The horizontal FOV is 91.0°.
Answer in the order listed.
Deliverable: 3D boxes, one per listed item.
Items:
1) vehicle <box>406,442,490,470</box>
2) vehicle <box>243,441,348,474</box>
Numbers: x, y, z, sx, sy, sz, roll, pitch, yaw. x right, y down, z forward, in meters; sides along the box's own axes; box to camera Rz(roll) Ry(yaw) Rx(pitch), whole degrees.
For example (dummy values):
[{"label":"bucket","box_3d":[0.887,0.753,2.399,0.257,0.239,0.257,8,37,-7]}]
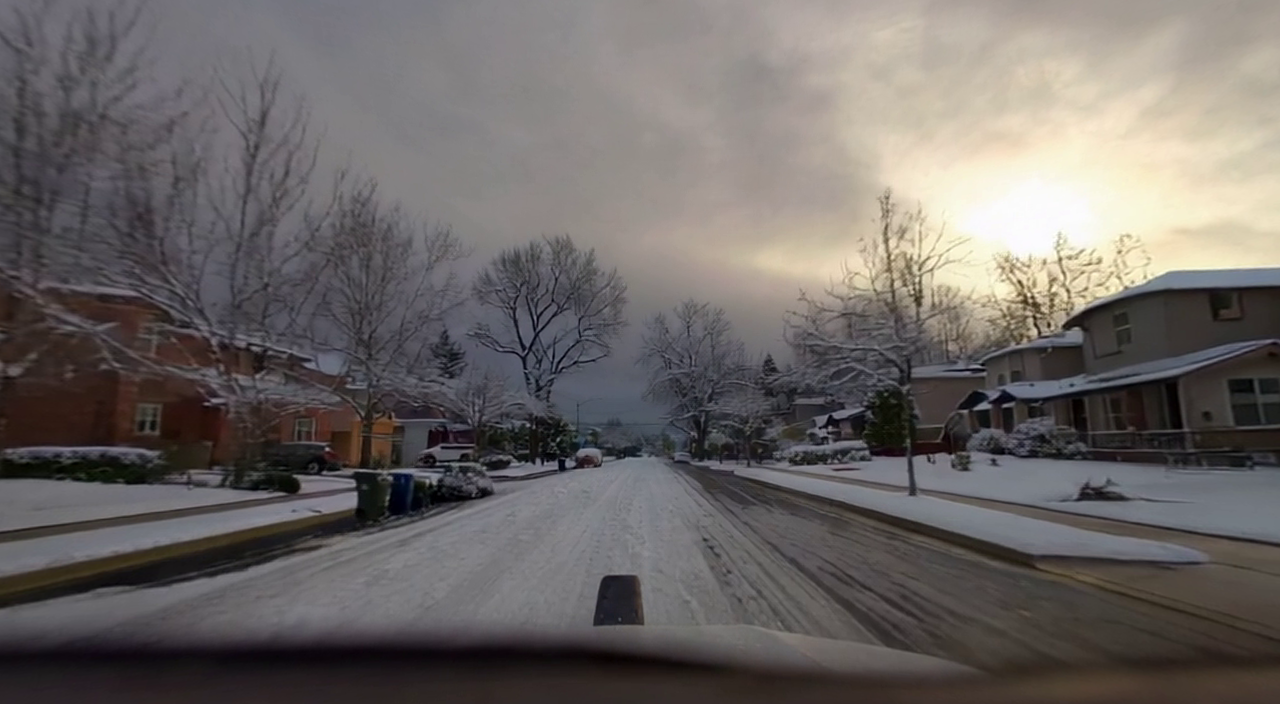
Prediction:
[{"label":"vehicle","box_3d":[-12.543,6.825,41.306,4.876,1.733,1.989,0,-9,3]},{"label":"vehicle","box_3d":[-17.260,5.304,31.644,4.112,1.497,1.956,-2,-9,2]}]
